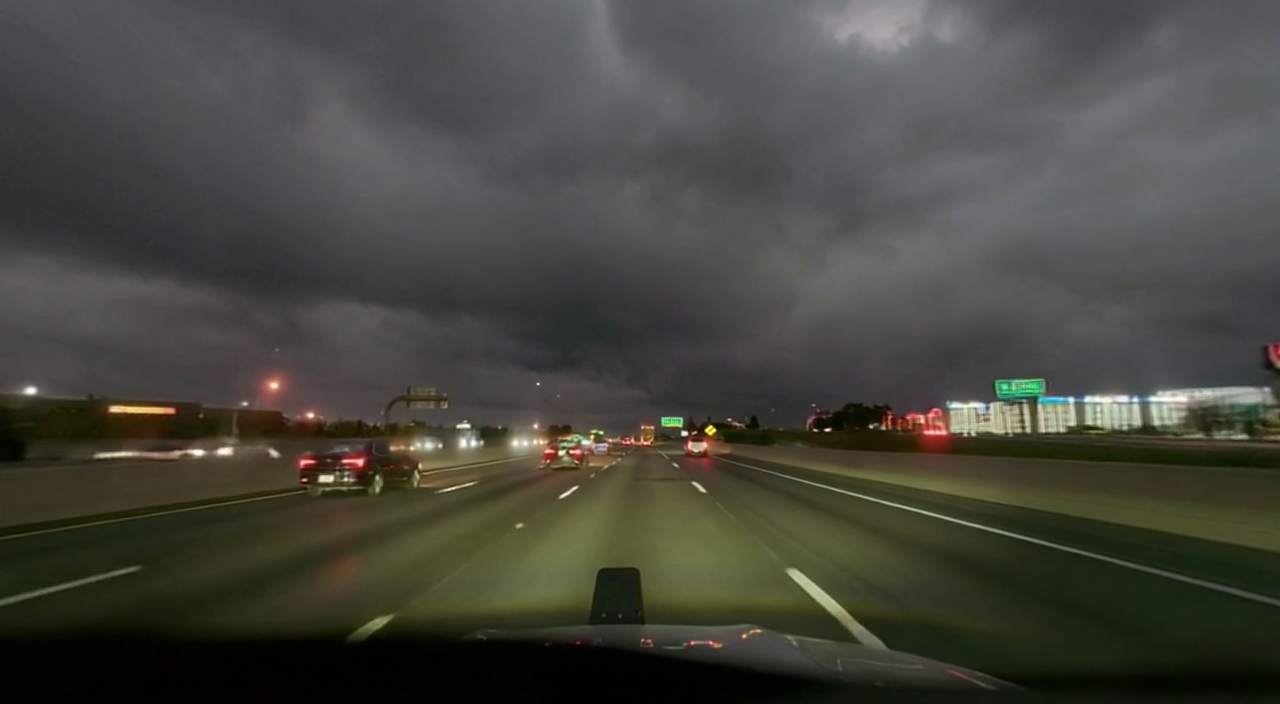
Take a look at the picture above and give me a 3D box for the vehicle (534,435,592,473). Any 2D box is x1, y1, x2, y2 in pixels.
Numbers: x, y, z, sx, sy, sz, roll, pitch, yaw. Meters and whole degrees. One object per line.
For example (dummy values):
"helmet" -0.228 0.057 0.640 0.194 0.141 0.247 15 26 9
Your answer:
"vehicle" -3.384 4.580 28.418 2.001 1.577 4.055 0 -9 1

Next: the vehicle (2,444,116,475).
"vehicle" -31.082 5.738 33.886 1.876 1.532 4.388 0 -9 1

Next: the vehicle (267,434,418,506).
"vehicle" -7.098 2.842 15.478 1.865 1.518 3.620 0 -9 1

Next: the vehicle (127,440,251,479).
"vehicle" -19.662 4.684 27.751 1.906 1.534 4.695 0 -9 1

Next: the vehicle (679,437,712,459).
"vehicle" 4.198 7.401 48.446 2.135 1.532 4.506 0 -9 0
